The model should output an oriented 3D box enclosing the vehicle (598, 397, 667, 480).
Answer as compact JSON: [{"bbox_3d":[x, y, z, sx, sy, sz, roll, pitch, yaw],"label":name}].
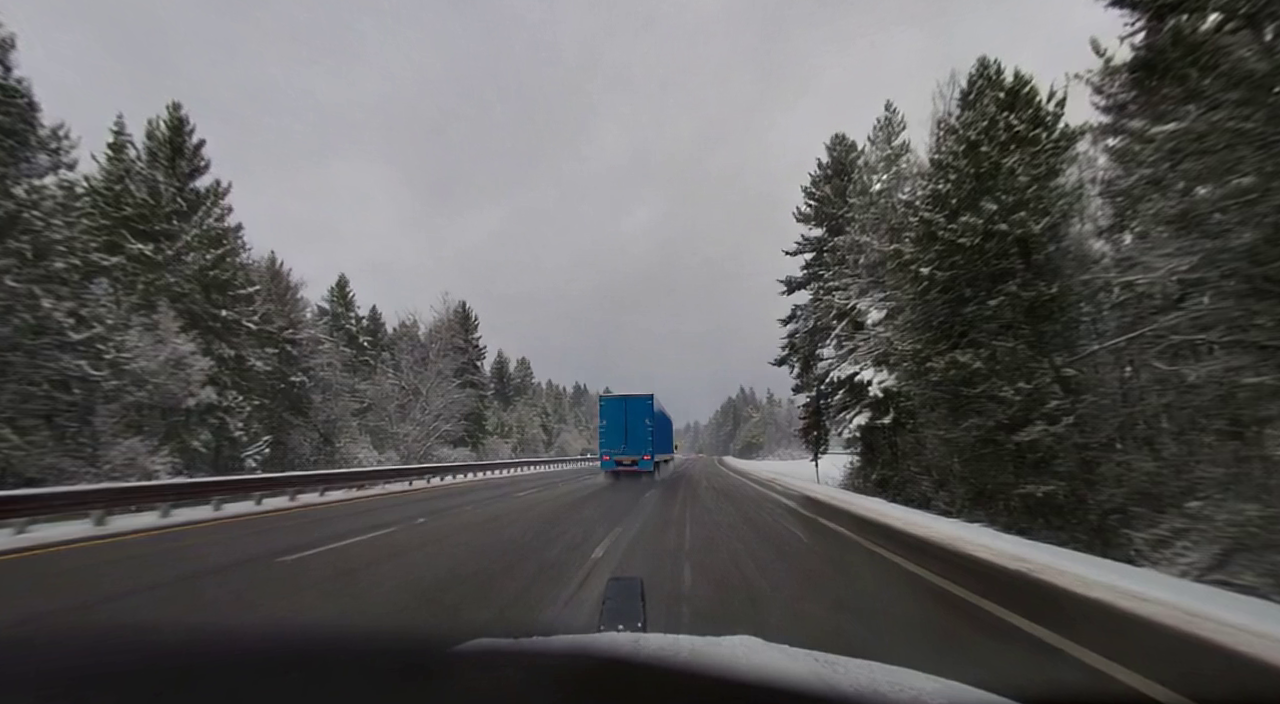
[{"bbox_3d":[-0.149,4.742,34.075,2.821,3.878,8.925,-1,-9,5],"label":"vehicle"}]
